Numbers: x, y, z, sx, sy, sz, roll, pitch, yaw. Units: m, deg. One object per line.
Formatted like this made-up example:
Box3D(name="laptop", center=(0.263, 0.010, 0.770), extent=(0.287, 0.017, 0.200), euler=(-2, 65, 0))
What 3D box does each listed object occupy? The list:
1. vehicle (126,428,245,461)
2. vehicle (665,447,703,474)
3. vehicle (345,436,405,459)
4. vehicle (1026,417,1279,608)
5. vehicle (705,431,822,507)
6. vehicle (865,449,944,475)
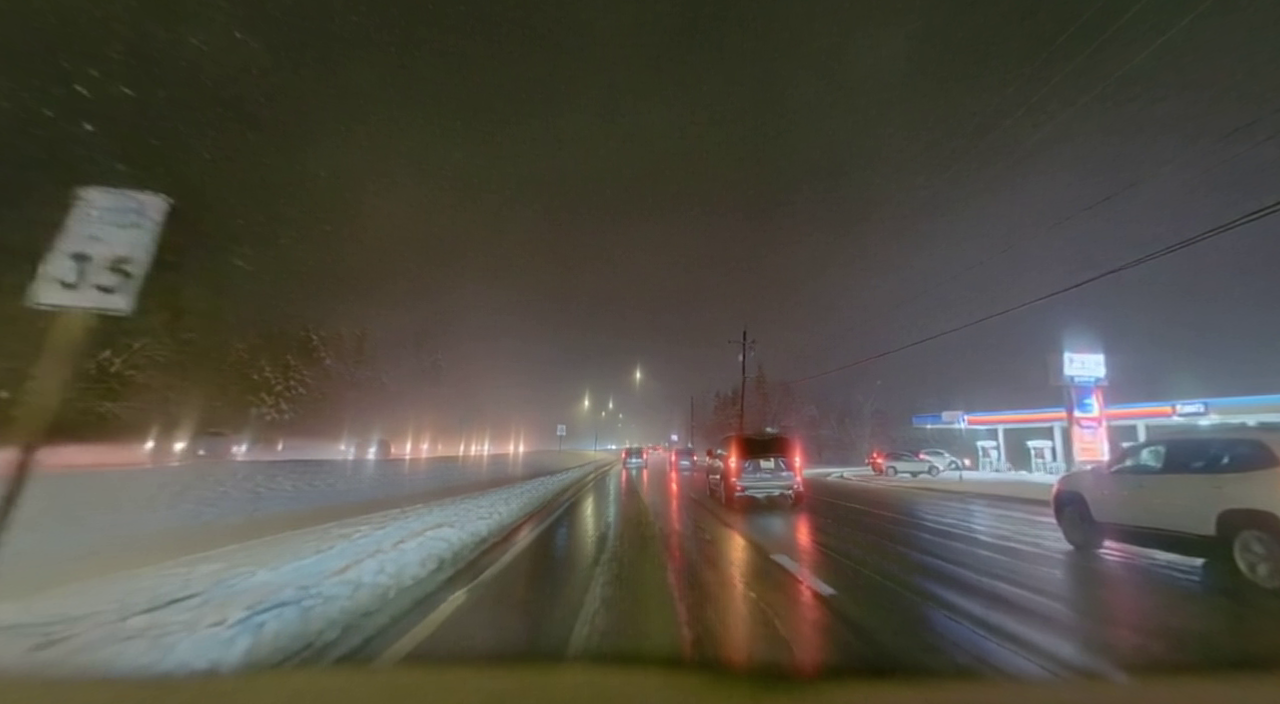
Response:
Box3D(name="vehicle", center=(-21.453, 4.415, 30.019), extent=(2.124, 1.459, 4.591), euler=(0, -8, 2))
Box3D(name="vehicle", center=(2.688, 6.753, 39.504), extent=(2.012, 1.612, 4.114), euler=(0, -8, -1))
Box3D(name="vehicle", center=(-17.576, 6.370, 42.054), extent=(1.920, 1.473, 4.524), euler=(0, -8, 2))
Box3D(name="vehicle", center=(6.413, 1.575, 6.746), extent=(1.881, 1.604, 4.289), euler=(0, -8, 1))
Box3D(name="vehicle", center=(3.175, 3.144, 17.393), extent=(2.184, 1.777, 4.712), euler=(0, -8, -1))
Box3D(name="vehicle", center=(18.304, 7.638, 43.718), extent=(4.587, 1.710, 1.969), euler=(1, -9, -7))
